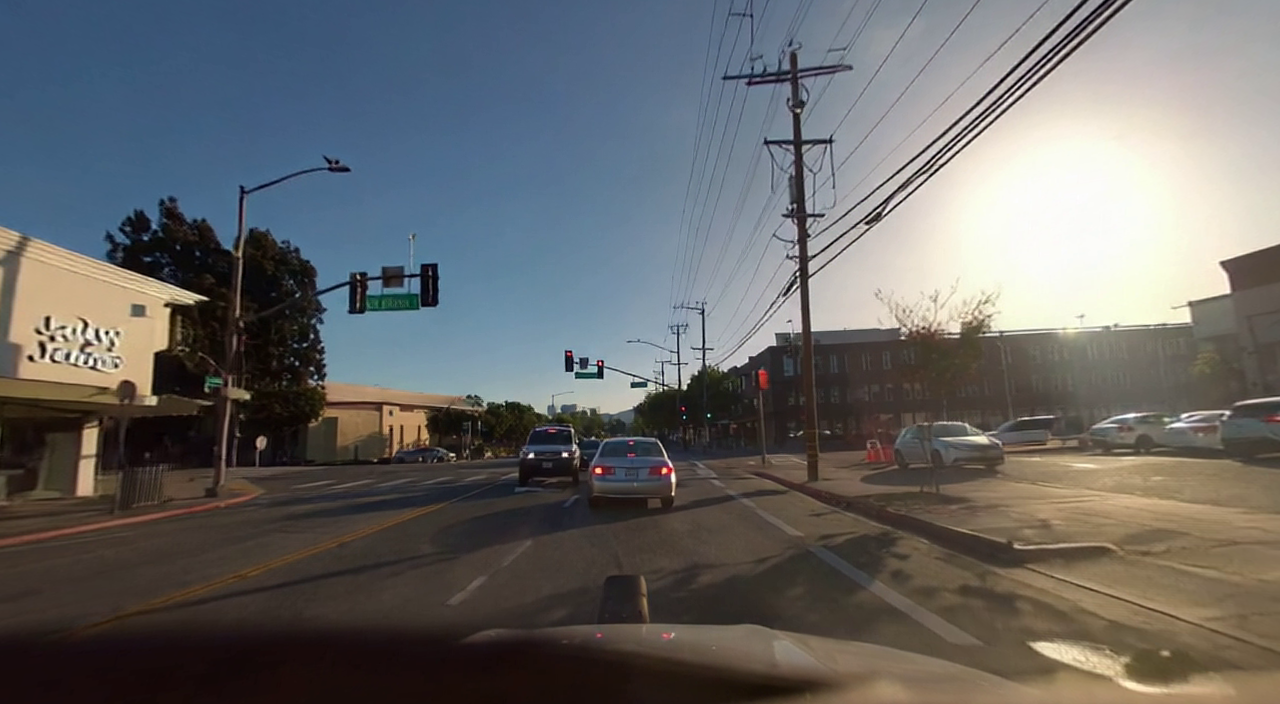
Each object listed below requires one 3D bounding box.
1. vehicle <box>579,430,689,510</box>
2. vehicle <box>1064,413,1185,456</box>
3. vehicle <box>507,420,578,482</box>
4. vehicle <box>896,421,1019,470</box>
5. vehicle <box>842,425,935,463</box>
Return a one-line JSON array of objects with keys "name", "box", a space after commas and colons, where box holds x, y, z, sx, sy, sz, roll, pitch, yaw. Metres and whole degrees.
[{"name": "vehicle", "box": [-0.183, 2.527, 14.010, 2.070, 1.481, 4.216, 0, -8, -2]}, {"name": "vehicle", "box": [18.612, 3.184, 24.188, 4.446, 1.511, 1.977, 4, -10, -29]}, {"name": "vehicle", "box": [-3.175, 3.314, 21.382, 2.106, 1.852, 4.512, 1, -8, -6]}, {"name": "vehicle", "box": [10.418, 3.126, 21.109, 1.888, 1.455, 4.268, 0, -8, 0]}, {"name": "vehicle", "box": [10.547, 3.951, 27.165, 1.842, 1.471, 4.481, 1, -8, -6]}]
